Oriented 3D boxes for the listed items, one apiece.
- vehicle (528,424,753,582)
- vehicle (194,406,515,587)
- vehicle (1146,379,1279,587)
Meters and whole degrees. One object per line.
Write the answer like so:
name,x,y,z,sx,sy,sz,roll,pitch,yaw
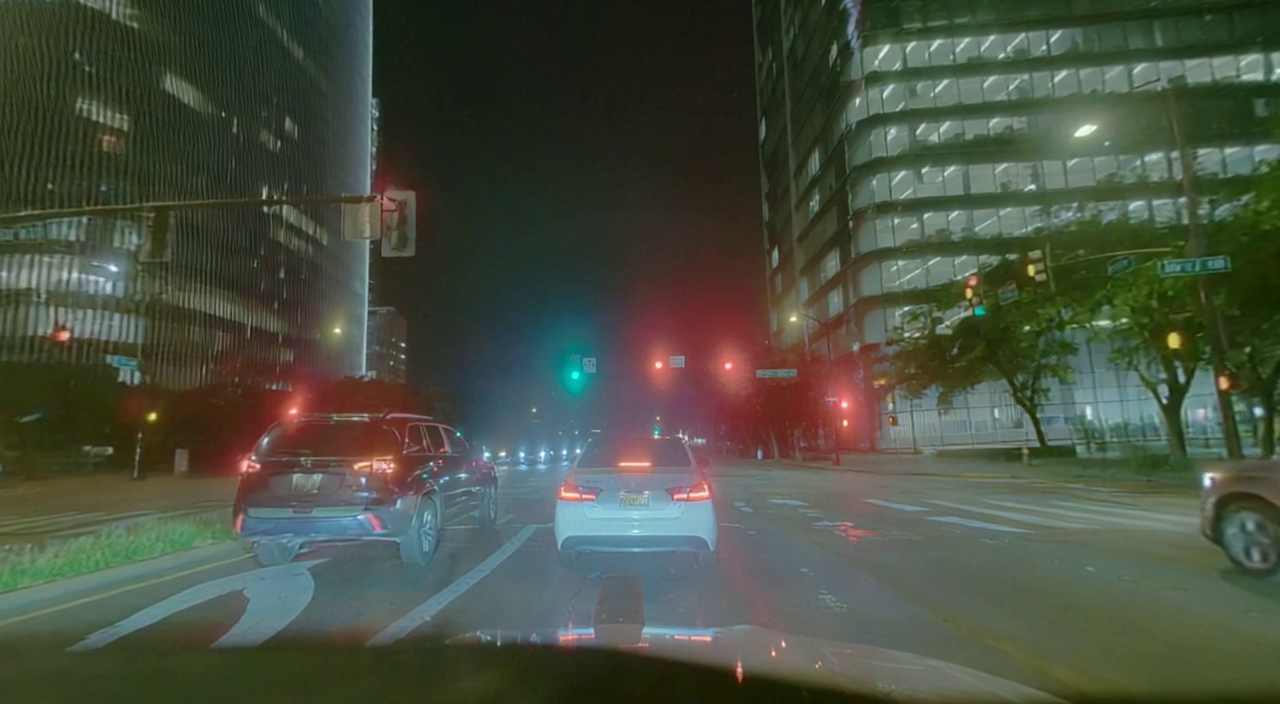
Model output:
vehicle,0.021,1.756,8.145,2.190,1.522,3.850,0,-8,1
vehicle,-3.171,1.706,8.317,2.081,1.719,4.434,0,-8,1
vehicle,6.701,0.978,4.340,2.079,1.828,5.323,0,-8,1
